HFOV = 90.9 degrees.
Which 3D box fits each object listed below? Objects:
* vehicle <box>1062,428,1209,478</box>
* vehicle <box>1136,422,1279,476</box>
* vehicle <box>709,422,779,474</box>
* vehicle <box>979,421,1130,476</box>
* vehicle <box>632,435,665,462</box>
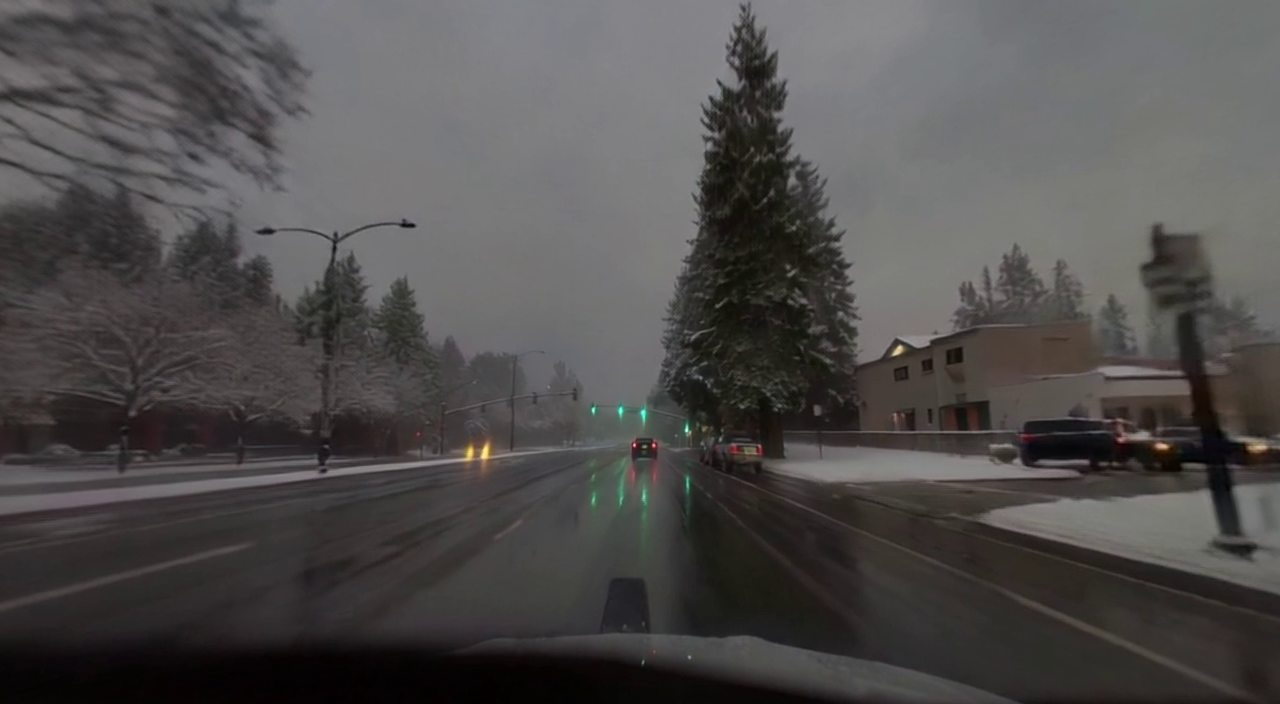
[{"bbox_3d":[17.350,3.504,22.354,2.049,1.475,3.863,-3,-7,0],"label":"vehicle"},{"bbox_3d":[20.074,3.356,22.225,1.885,1.712,4.208,0,-7,3],"label":"vehicle"},{"bbox_3d":[4.589,4.391,28.975,2.162,2.080,6.515,0,-8,1],"label":"vehicle"},{"bbox_3d":[14.522,3.431,22.529,2.069,1.747,4.822,0,-8,-1],"label":"vehicle"},{"bbox_3d":[0.606,6.610,43.480,2.169,1.751,4.276,0,-8,1],"label":"vehicle"}]
